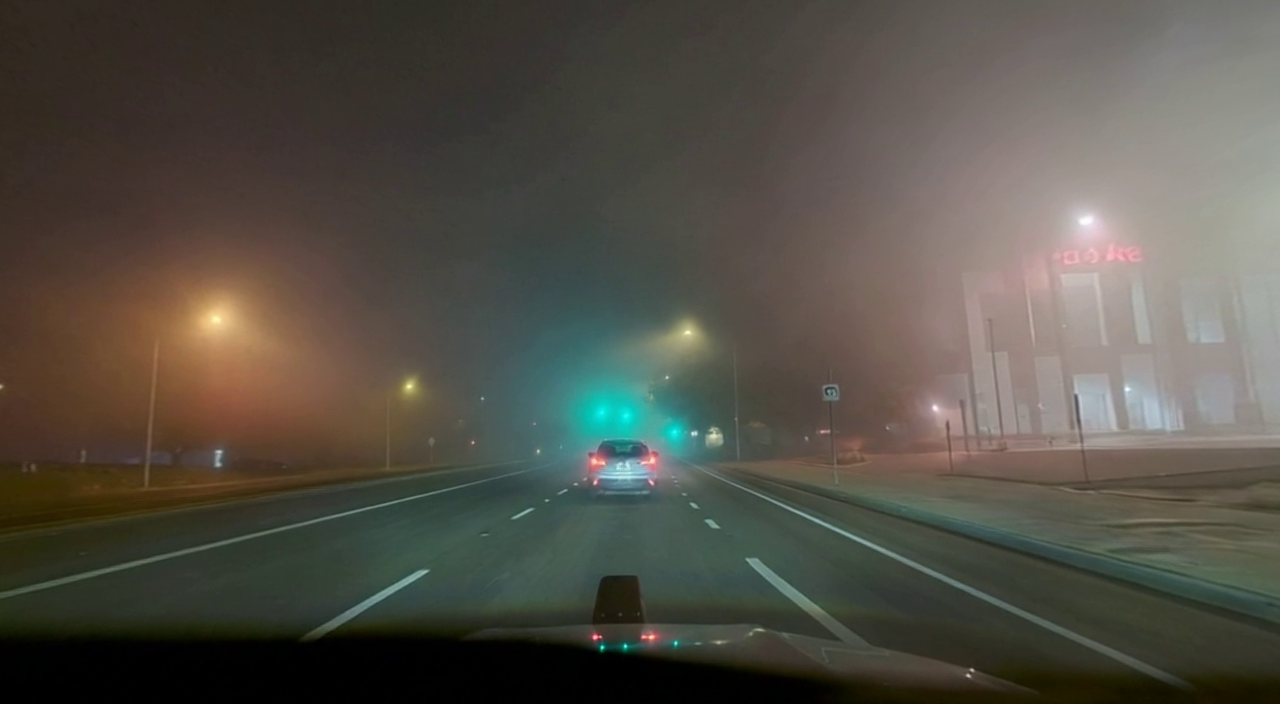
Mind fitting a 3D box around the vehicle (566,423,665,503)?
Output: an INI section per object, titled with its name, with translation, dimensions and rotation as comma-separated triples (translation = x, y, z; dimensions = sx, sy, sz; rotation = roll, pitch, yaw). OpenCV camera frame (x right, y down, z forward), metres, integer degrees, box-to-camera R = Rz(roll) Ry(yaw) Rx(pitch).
[vehicle]
translation = -0.528, 2.707, 15.705
dimensions = 2.130, 1.711, 4.038
rotation = 0, -9, 0
